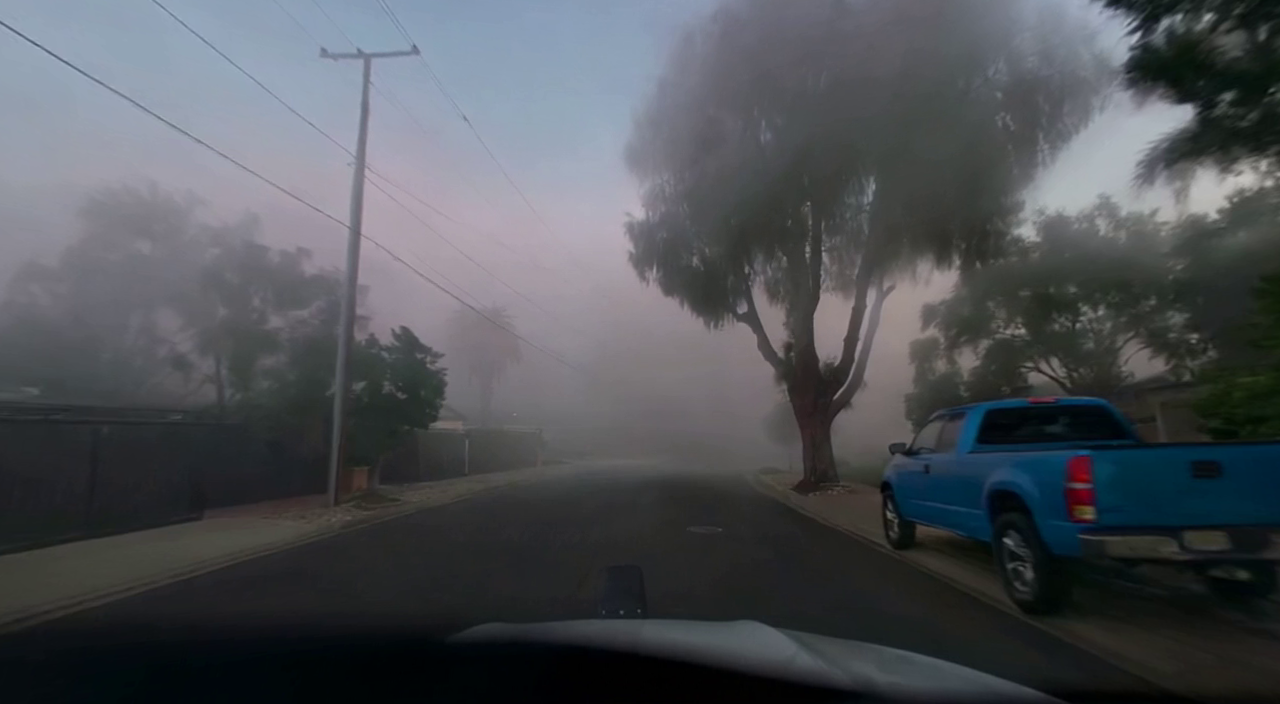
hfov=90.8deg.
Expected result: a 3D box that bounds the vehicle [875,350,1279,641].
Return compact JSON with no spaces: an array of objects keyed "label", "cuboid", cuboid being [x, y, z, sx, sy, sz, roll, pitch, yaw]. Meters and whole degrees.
[{"label":"vehicle","cuboid":[4.750,1.394,7.210,2.467,2.034,5.470,-1,-8,5]}]
